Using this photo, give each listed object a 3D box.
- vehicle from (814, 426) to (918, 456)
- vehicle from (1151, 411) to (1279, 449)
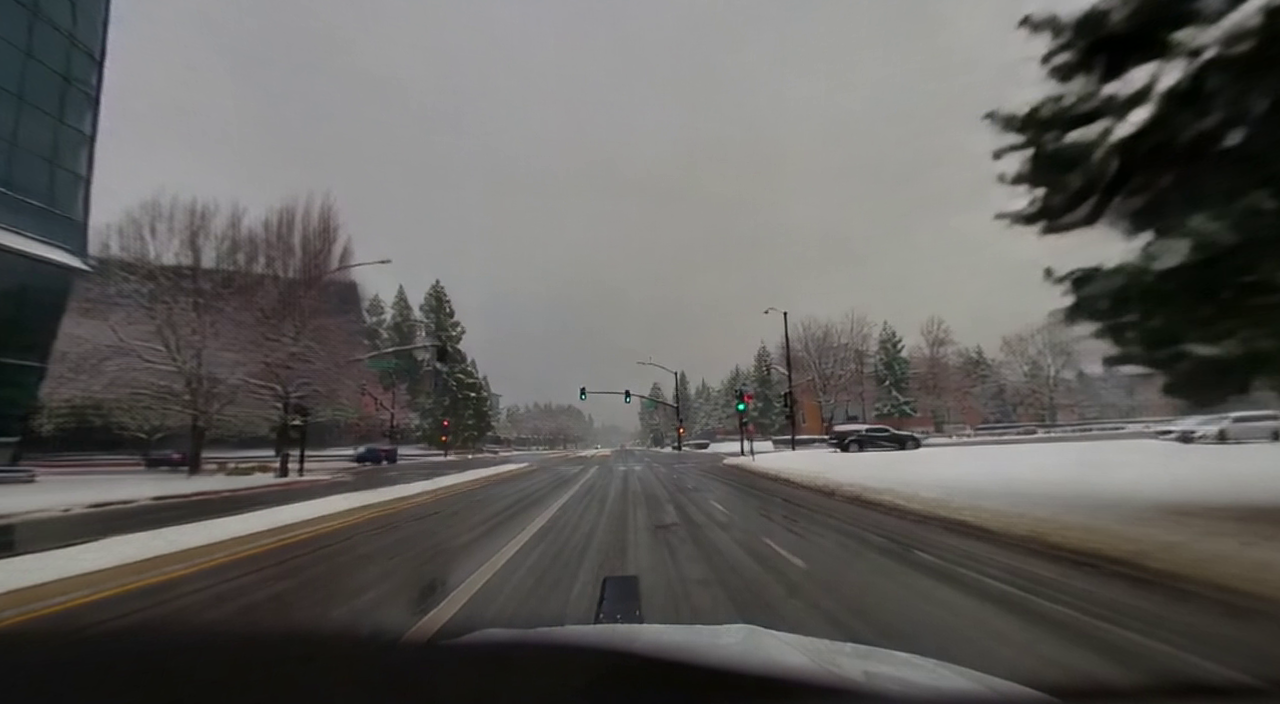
[{"bbox_3d":[11.797,4.676,33.260,4.670,1.476,2.042,0,-8,-1],"label":"vehicle"},{"bbox_3d":[24.431,3.366,26.878,1.859,1.453,4.076,0,-9,-2],"label":"vehicle"}]
